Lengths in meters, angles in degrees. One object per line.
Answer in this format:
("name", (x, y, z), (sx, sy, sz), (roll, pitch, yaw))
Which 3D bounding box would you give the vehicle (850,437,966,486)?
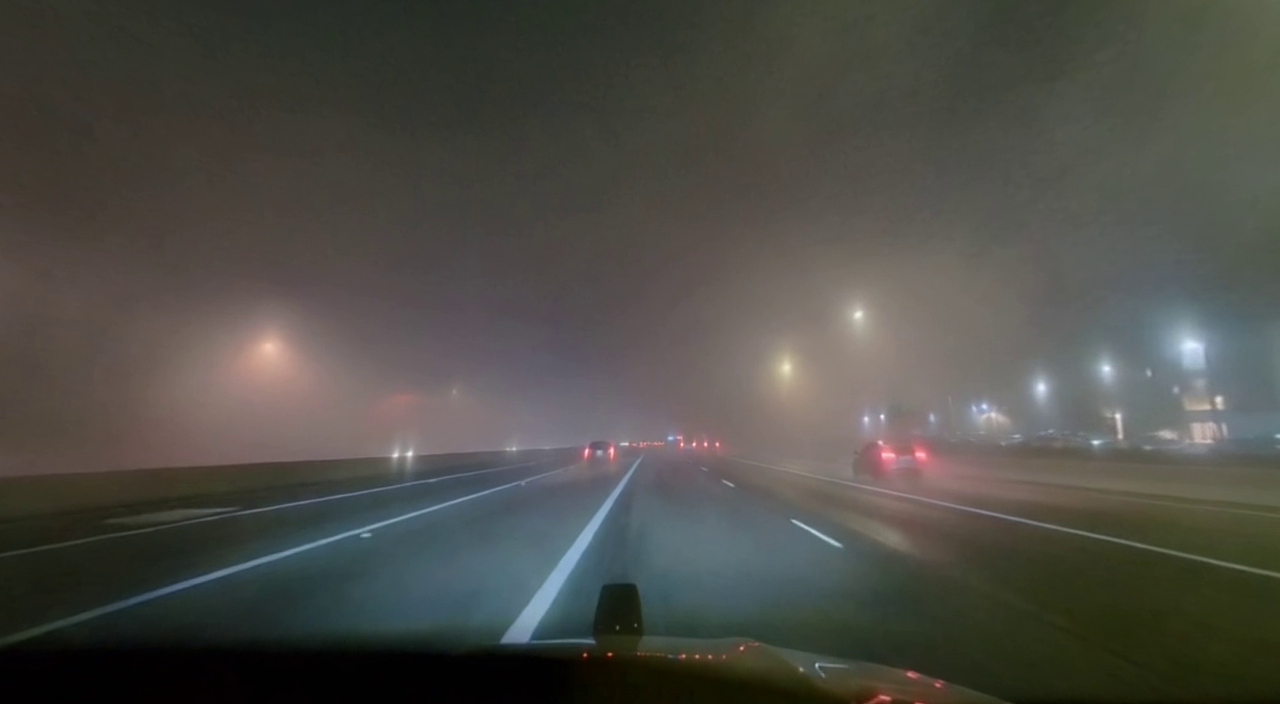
("vehicle", (8.647, 3.557, 20.896), (1.900, 1.432, 4.519), (0, -8, 1))

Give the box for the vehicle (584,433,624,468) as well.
("vehicle", (-1.952, 5.566, 35.746), (1.893, 1.827, 4.513), (0, -8, 1))
